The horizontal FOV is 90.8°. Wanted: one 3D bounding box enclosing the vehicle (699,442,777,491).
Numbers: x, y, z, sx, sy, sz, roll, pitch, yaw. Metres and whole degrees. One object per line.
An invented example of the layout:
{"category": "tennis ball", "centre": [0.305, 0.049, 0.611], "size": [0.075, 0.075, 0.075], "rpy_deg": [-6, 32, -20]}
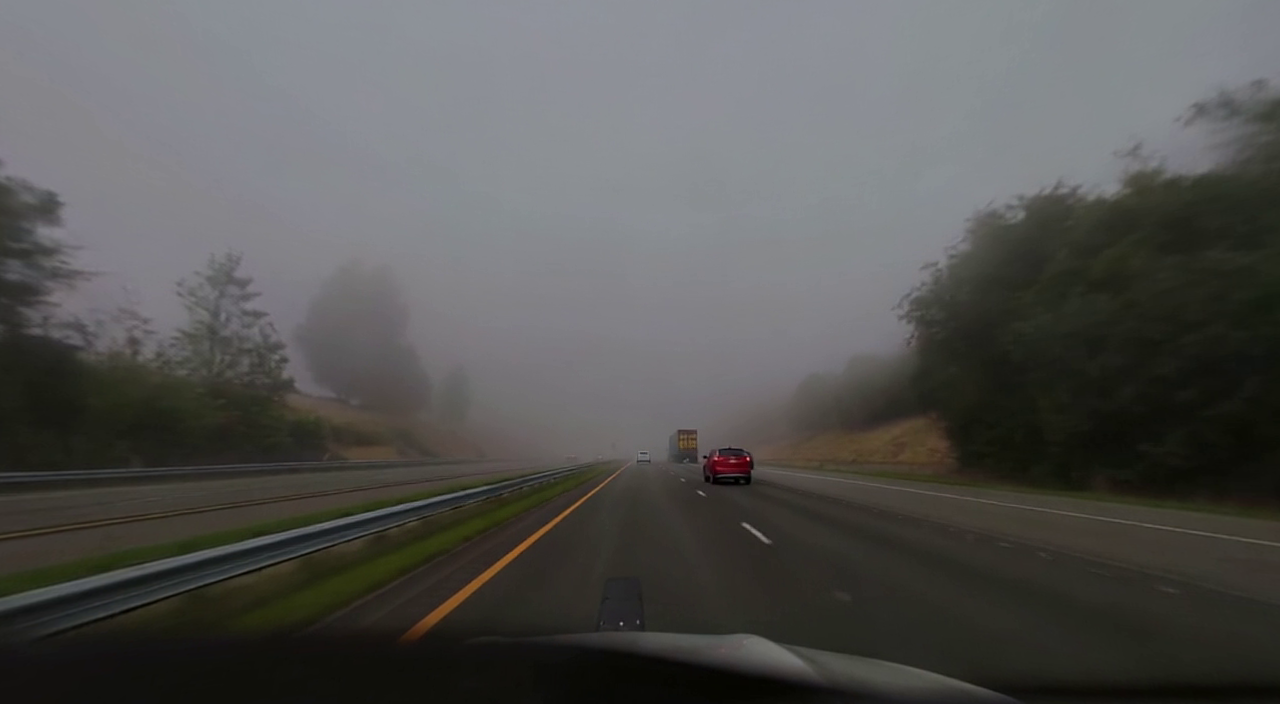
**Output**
{"category": "vehicle", "centre": [3.633, 4.336, 24.204], "size": [2.130, 1.658, 4.537], "rpy_deg": [0, -9, -2]}
